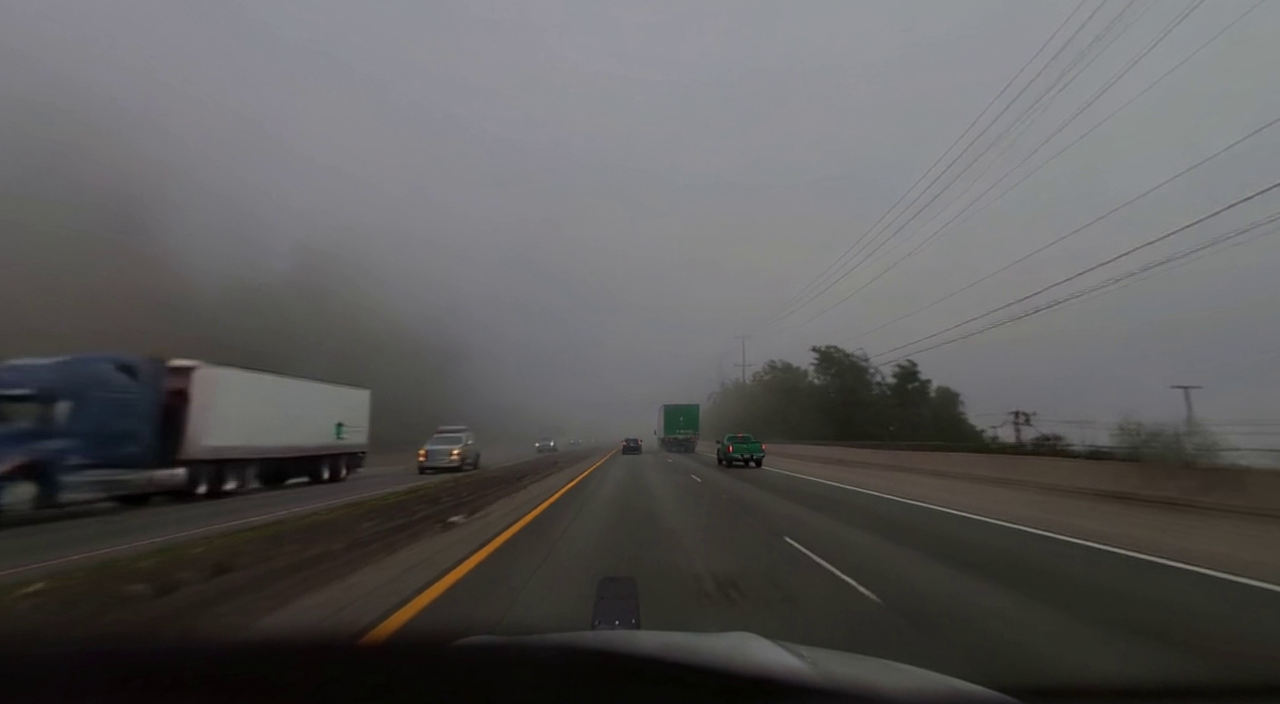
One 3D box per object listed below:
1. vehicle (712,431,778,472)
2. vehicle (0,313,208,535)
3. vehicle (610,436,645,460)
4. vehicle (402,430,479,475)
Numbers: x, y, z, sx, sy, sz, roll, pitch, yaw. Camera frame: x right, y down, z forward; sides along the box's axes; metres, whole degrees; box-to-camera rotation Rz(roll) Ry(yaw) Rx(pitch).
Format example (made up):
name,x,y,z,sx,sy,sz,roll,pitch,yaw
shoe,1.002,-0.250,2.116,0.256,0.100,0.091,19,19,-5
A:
name,x,y,z,sx,sy,sz,roll,pitch,yaw
vehicle,4.270,4.105,26.269,1.930,1.573,3.853,0,-8,-2
vehicle,-13.580,1.690,14.386,3.005,4.138,6.065,0,-8,-1
vehicle,-0.815,6.128,40.521,2.163,1.466,3.693,0,-8,-1
vehicle,-9.583,4.845,30.687,2.237,2.004,4.746,0,-8,-1
